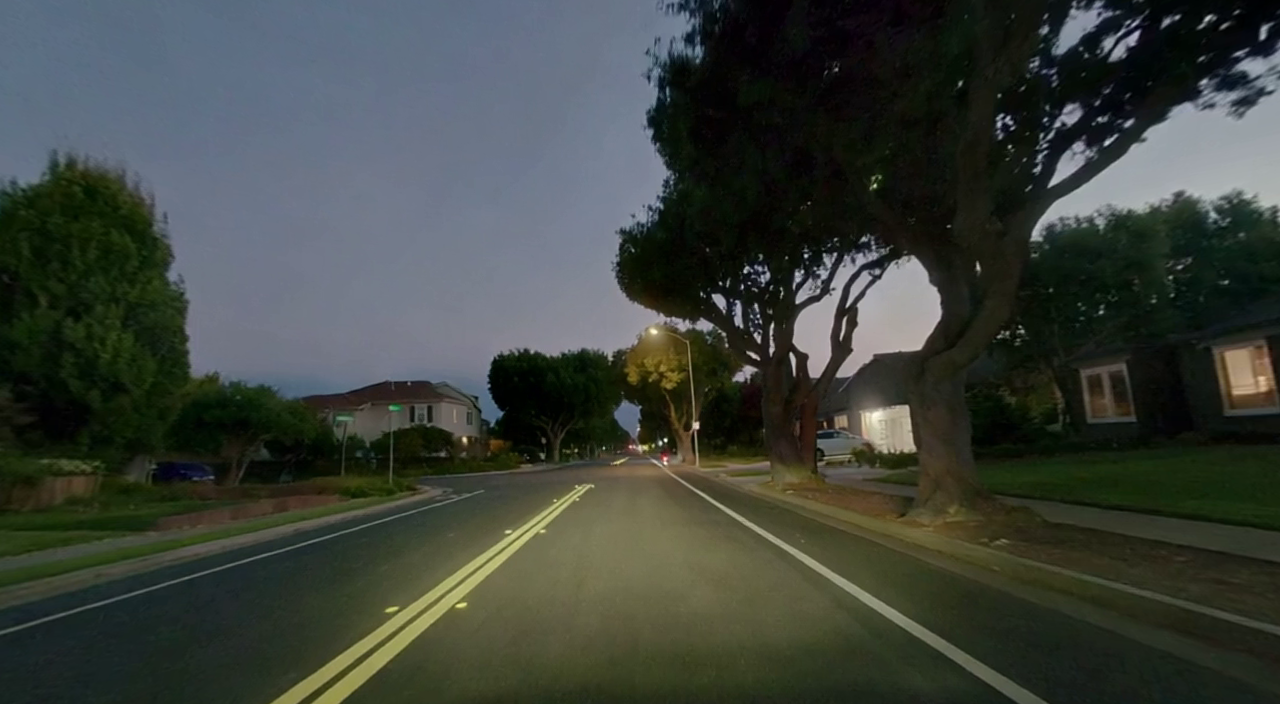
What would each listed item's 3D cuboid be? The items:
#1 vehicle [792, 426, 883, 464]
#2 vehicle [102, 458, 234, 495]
[{"bbox_3d":[10.311,4.880,33.242,4.146,1.866,1.897,-2,-9,6],"label":"vehicle"},{"bbox_3d":[-21.587,5.677,29.164,1.852,1.462,4.585,-3,-9,18],"label":"vehicle"}]
